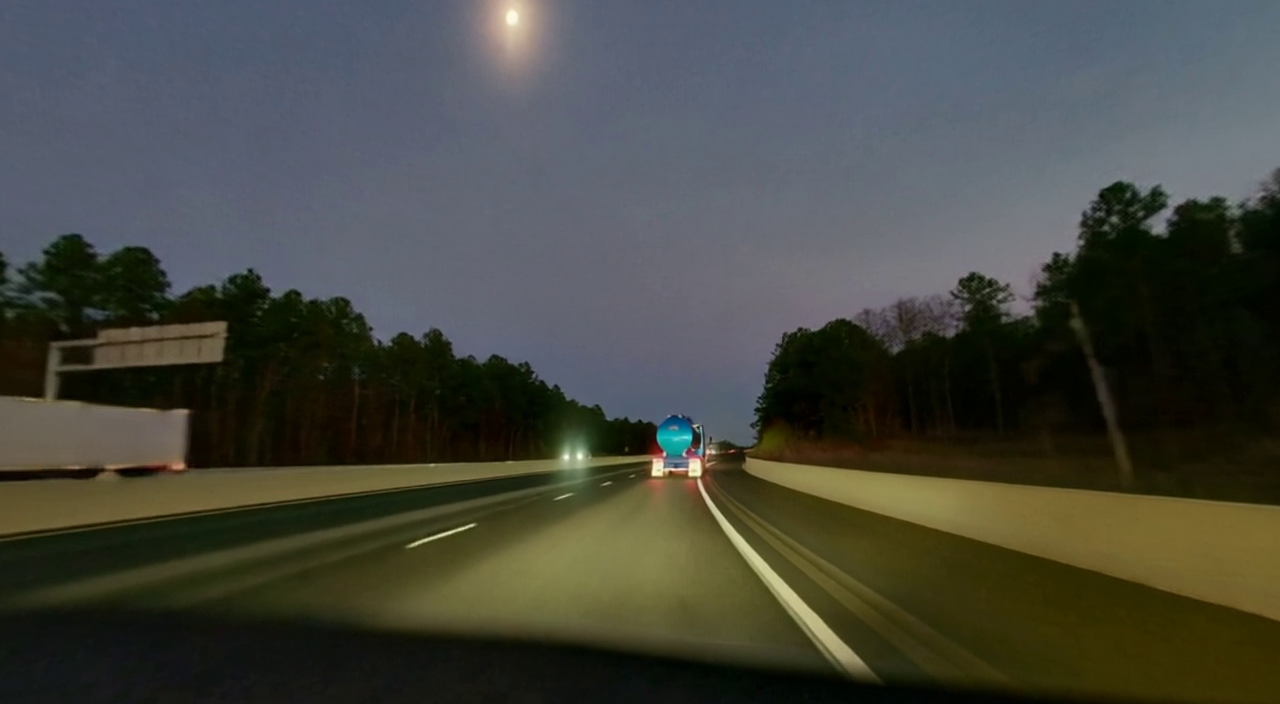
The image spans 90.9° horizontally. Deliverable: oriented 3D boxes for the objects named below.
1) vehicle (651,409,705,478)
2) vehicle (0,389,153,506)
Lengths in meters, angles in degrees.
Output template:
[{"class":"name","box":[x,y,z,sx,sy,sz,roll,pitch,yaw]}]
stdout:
[{"class":"vehicle","box":[2.782,6.026,41.594,2.907,3.747,13.318,-1,-8,6]},{"class":"vehicle","box":[-18.753,2.475,16.345,2.850,3.134,10.723,-1,-8,6]}]
